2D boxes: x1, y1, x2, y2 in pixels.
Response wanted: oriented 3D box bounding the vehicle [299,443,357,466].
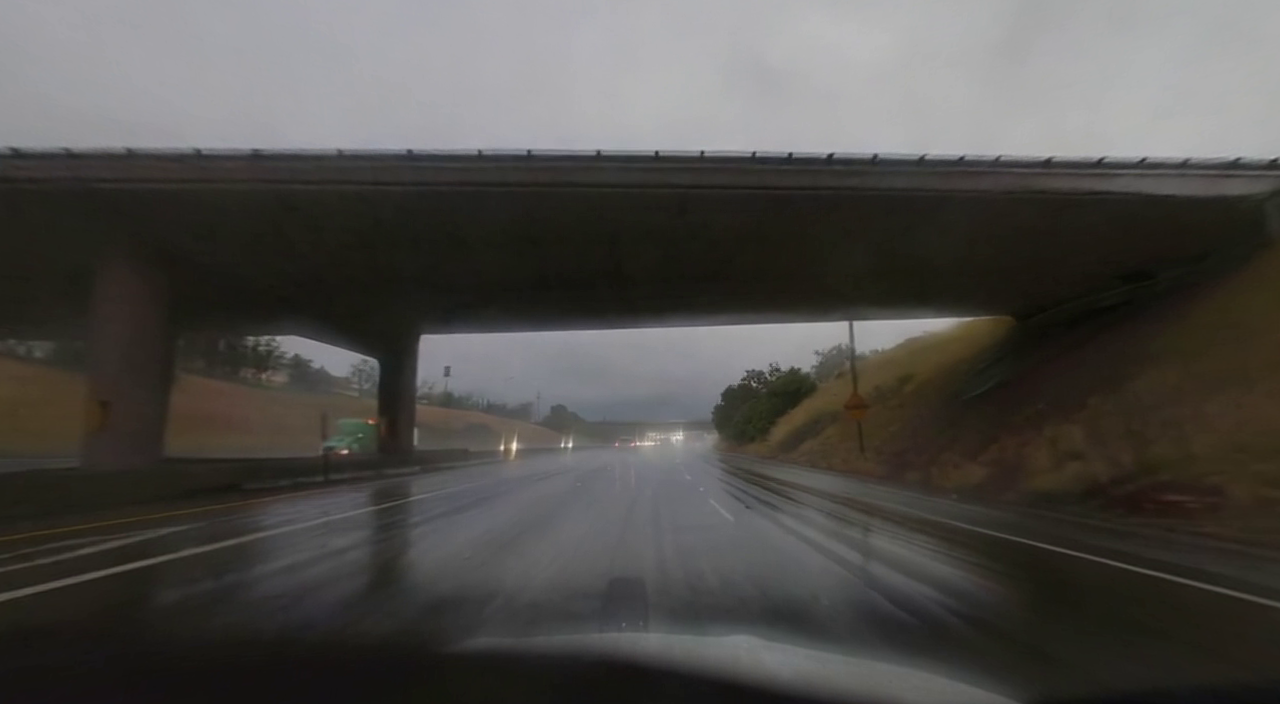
[{"bbox_3d":[-23.482,7.715,47.708,1.958,1.613,4.502,0,-9,2],"label":"vehicle"}]
